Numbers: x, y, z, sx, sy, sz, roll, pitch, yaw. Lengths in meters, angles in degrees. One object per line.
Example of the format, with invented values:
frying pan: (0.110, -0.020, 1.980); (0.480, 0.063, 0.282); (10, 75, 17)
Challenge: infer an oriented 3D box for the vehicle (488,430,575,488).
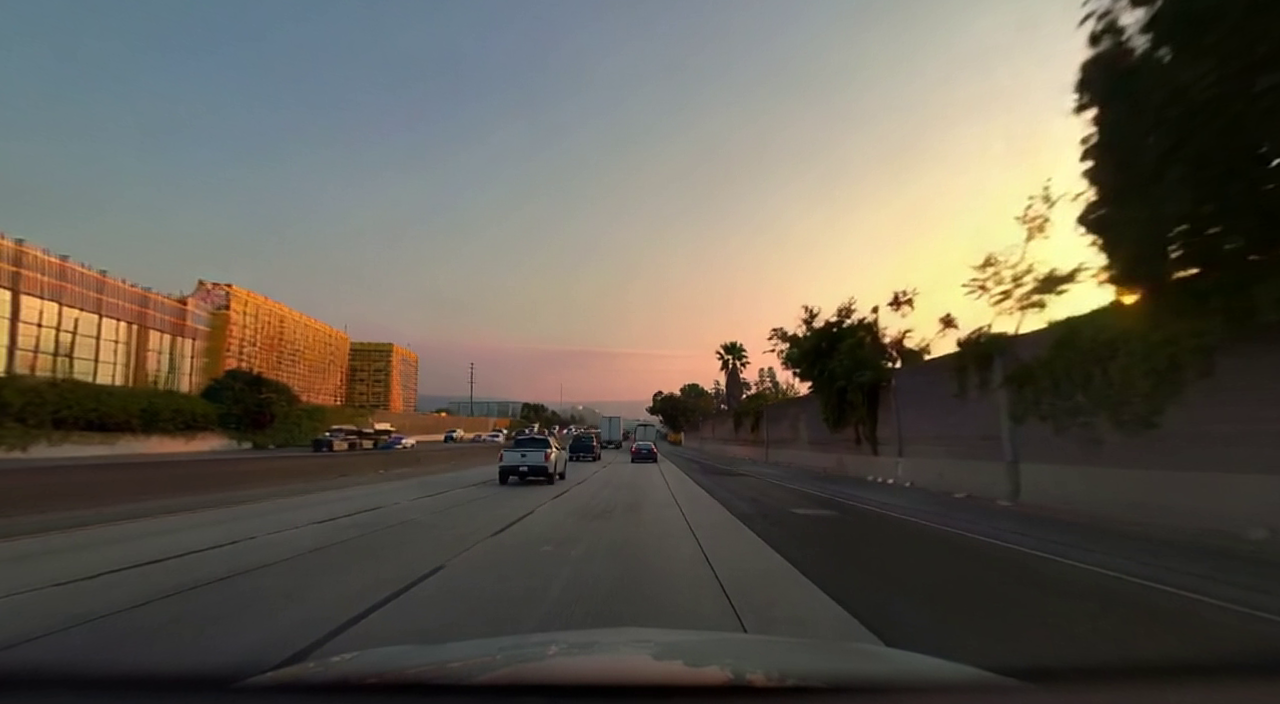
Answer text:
vehicle: (-3.579, 3.634, 21.708); (2.108, 1.740, 4.549); (-1, -9, 1)

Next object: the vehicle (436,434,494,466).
vehicle: (-10.749, 6.052, 39.104); (2.104, 1.818, 4.721); (-1, -9, 1)

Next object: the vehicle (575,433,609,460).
vehicle: (-3.647, 7.325, 49.054); (2.203, 1.958, 4.848); (-1, -9, 1)

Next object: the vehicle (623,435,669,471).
vehicle: (0.285, 5.045, 31.700); (2.136, 1.678, 4.052); (-1, -9, 0)
